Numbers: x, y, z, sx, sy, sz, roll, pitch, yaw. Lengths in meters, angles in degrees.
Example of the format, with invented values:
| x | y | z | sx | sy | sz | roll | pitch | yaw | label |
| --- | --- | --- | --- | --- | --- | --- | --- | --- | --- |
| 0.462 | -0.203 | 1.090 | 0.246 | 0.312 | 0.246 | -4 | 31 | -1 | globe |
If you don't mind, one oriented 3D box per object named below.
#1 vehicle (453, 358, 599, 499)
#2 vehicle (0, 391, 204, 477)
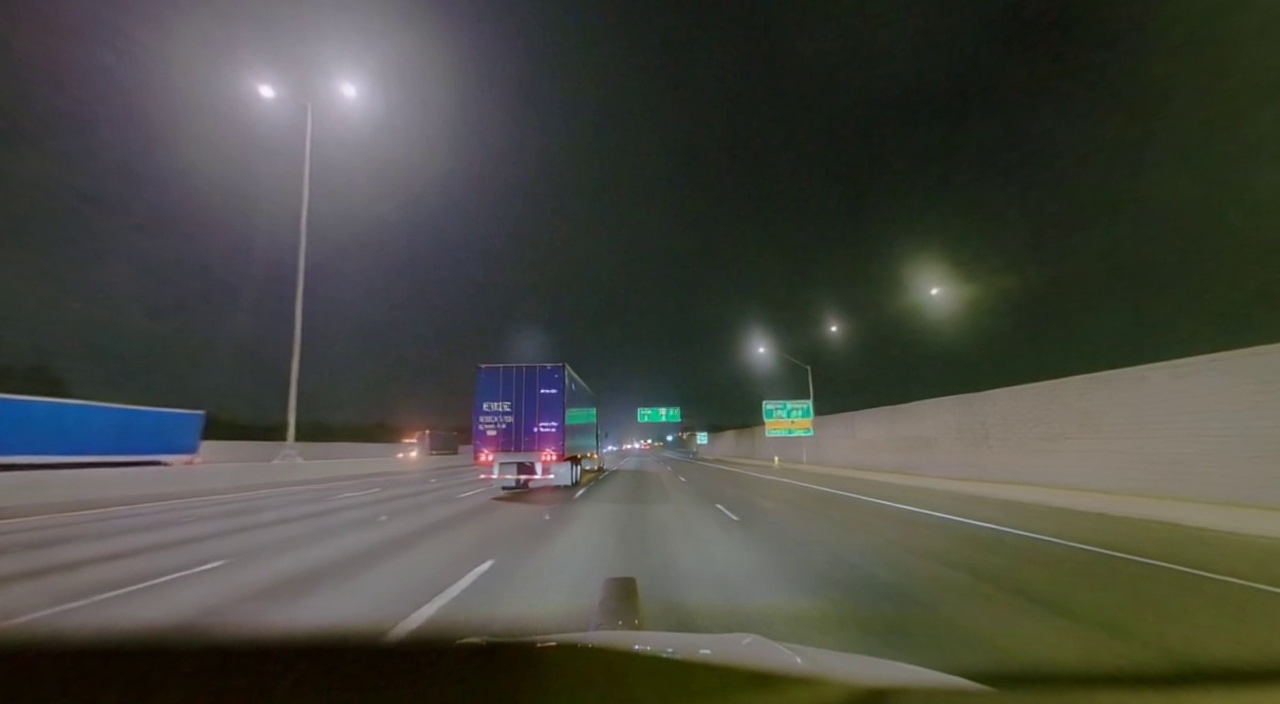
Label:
| x | y | z | sx | sy | sz | roll | pitch | yaw | label |
| --- | --- | --- | --- | --- | --- | --- | --- | --- | --- |
| -3.566 | 2.964 | 23.306 | 3.059 | 3.956 | 11.036 | 0 | -9 | 1 | vehicle |
| -31.610 | 4.659 | 34.853 | 2.898 | 4.019 | 16.896 | 0 | -9 | 0 | vehicle |
